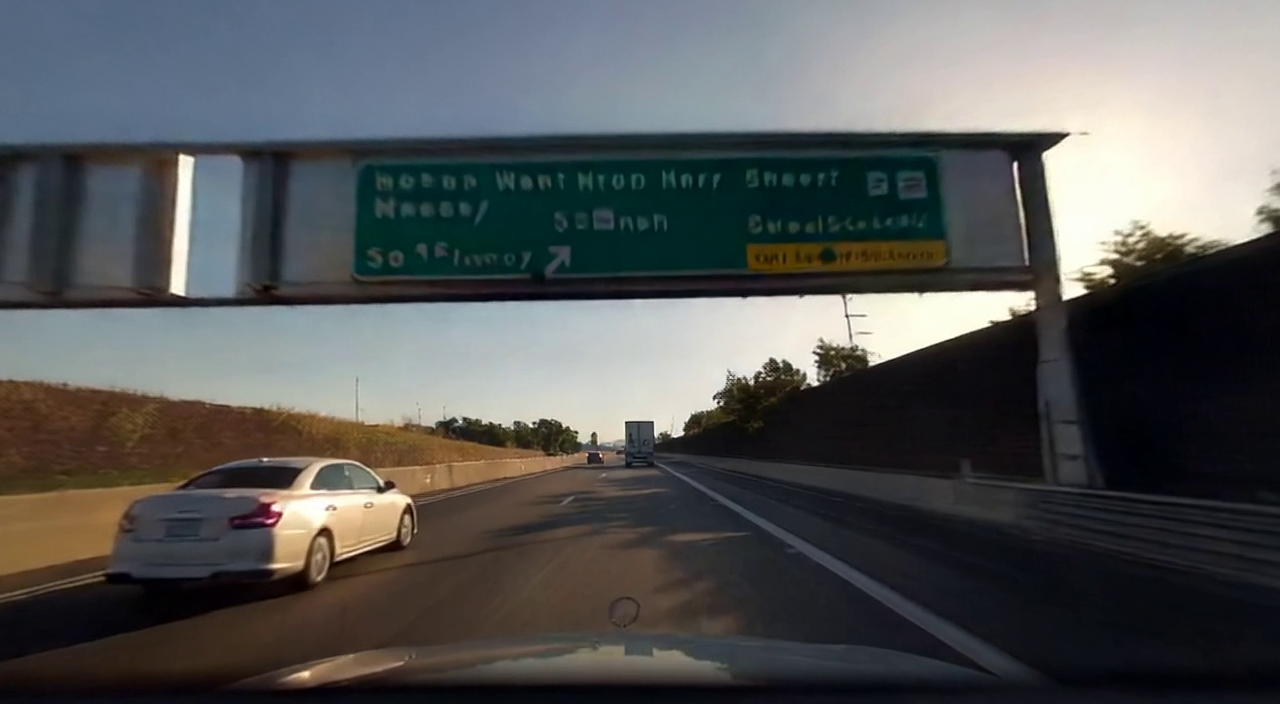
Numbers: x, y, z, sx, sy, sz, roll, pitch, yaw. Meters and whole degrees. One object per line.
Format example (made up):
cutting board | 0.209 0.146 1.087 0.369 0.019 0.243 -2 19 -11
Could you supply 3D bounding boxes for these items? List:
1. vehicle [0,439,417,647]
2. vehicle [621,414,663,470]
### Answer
vehicle | -4.014 1.673 6.580 1.839 1.451 4.097 0 -9 1
vehicle | -0.022 6.897 47.980 2.864 3.805 9.500 0 -9 -2
